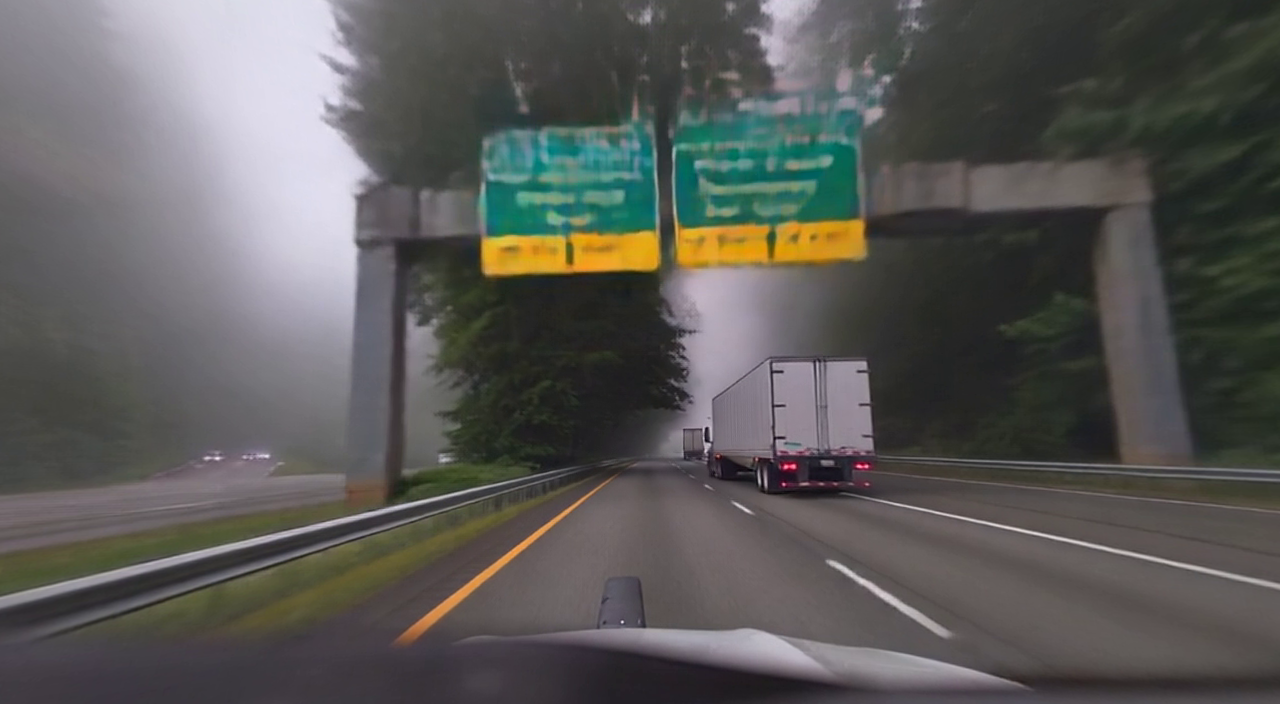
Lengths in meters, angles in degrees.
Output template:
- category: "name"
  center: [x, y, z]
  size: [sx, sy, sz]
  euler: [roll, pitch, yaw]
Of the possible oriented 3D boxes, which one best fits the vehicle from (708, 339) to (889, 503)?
- category: "vehicle"
  center: [4.576, 2.715, 22.320]
  size: [2.859, 3.984, 14.045]
  euler: [0, -9, 0]
